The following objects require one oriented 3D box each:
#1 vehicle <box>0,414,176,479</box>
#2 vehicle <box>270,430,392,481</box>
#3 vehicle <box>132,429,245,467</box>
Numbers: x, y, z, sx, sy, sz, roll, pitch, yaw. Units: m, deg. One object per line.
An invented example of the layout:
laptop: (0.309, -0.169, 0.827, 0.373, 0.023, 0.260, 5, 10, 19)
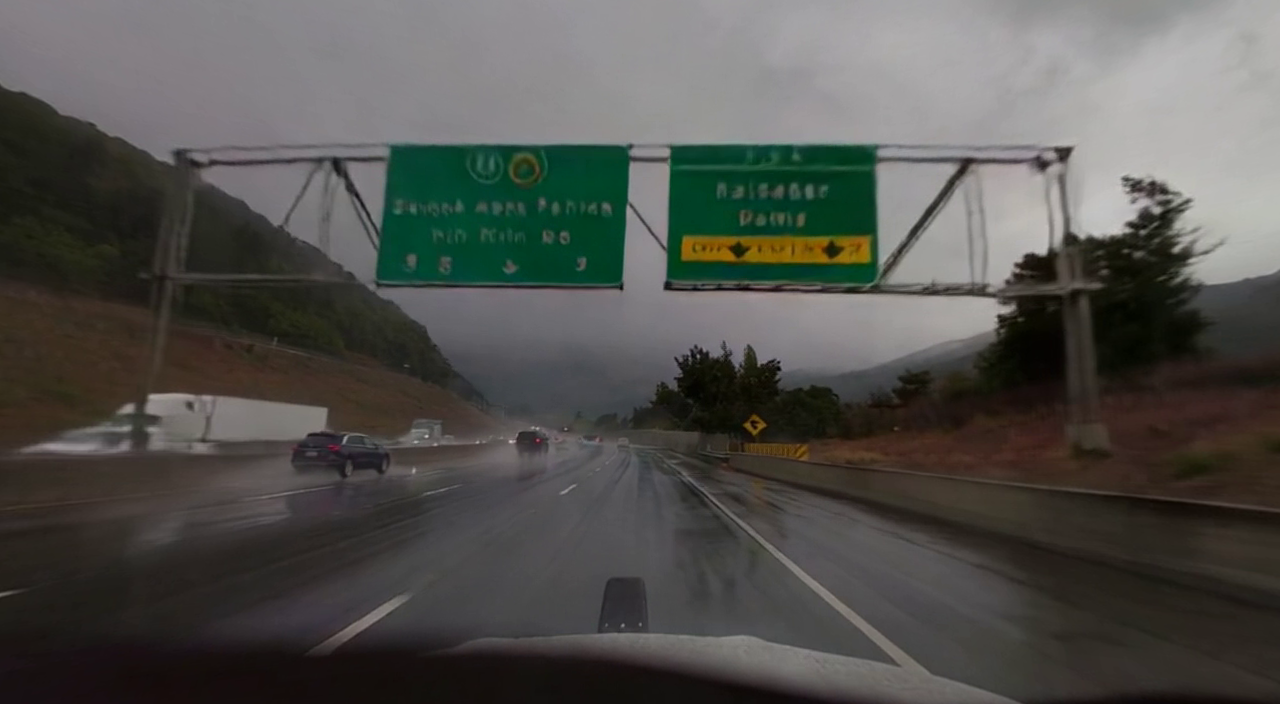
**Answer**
vehicle: (-18.298, 3.057, 20.375, 2.179, 1.790, 5.517, 0, -8, 1)
vehicle: (-10.901, 3.696, 22.581, 2.001, 1.625, 4.528, 0, -8, 1)
vehicle: (-21.708, 4.665, 30.489, 2.006, 1.682, 4.664, 0, -8, 0)
